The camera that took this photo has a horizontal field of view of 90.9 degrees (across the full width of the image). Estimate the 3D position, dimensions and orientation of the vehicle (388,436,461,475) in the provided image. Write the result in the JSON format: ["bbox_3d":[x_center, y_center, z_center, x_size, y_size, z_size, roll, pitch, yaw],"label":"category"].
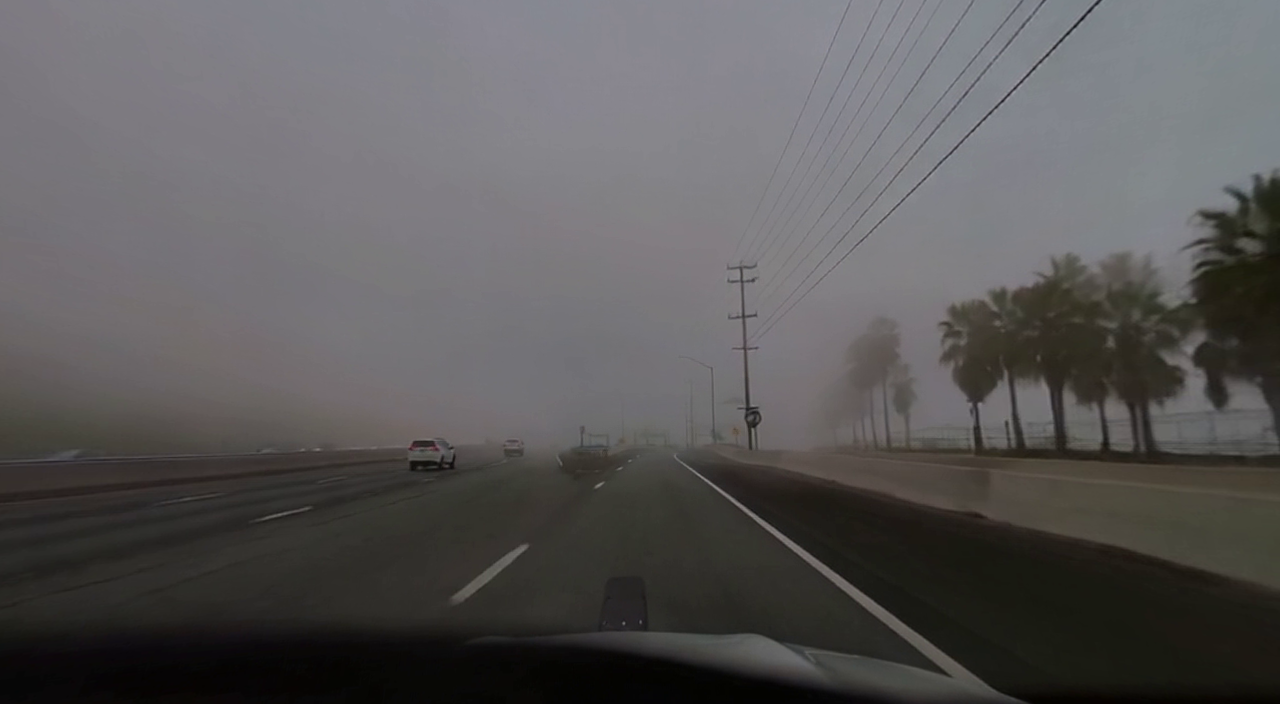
[{"bbox_3d":[-9.526,4.598,28.222,2.029,1.609,3.935,1,-8,-3],"label":"vehicle"}]

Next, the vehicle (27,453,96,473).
[{"bbox_3d":[-44.011,8.424,48.091,1.719,1.408,4.170,1,-9,-8],"label":"vehicle"}]
